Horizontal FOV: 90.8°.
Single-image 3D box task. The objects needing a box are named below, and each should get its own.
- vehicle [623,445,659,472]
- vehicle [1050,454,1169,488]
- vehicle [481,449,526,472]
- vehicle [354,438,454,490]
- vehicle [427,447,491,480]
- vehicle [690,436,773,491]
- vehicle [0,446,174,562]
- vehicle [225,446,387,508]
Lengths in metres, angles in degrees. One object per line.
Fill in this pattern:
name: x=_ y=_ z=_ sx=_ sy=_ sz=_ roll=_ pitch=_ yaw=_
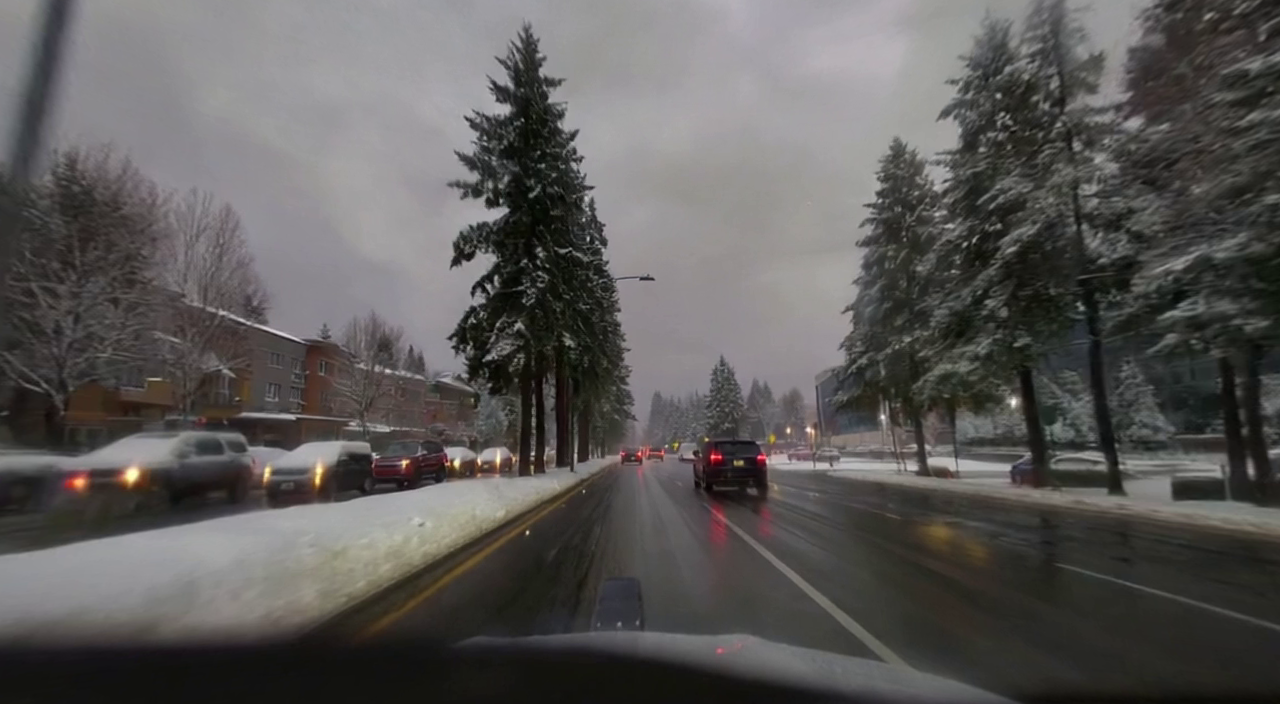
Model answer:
vehicle: x=0.036 y=6.610 z=39.432 sx=2.145 sy=1.572 sz=4.021 roll=0 pitch=-9 yaw=0
vehicle: x=20.718 y=5.244 z=27.968 sx=3.914 sy=1.421 sz=1.695 roll=0 pitch=-9 yaw=-2
vehicle: x=-9.006 y=7.179 z=42.037 sx=1.938 sy=1.464 sz=4.340 roll=0 pitch=-9 yaw=1
vehicle: x=-9.033 y=4.303 z=24.679 sx=2.024 sy=1.822 sz=4.824 roll=0 pitch=-9 yaw=0
vehicle: x=-8.853 y=5.472 z=31.239 sx=1.864 sy=1.500 sz=4.294 roll=0 pitch=-9 yaw=0
vehicle: x=3.231 y=4.076 z=23.442 sx=2.235 sy=1.806 sz=4.818 roll=0 pitch=-9 yaw=-1
vehicle: x=-8.925 y=2.024 z=8.623 sx=1.846 sy=1.433 sz=4.298 roll=-1 pitch=-9 yaw=0
vehicle: x=-9.037 y=3.388 z=17.660 sx=1.955 sy=1.484 sz=4.608 roll=0 pitch=-9 yaw=0
